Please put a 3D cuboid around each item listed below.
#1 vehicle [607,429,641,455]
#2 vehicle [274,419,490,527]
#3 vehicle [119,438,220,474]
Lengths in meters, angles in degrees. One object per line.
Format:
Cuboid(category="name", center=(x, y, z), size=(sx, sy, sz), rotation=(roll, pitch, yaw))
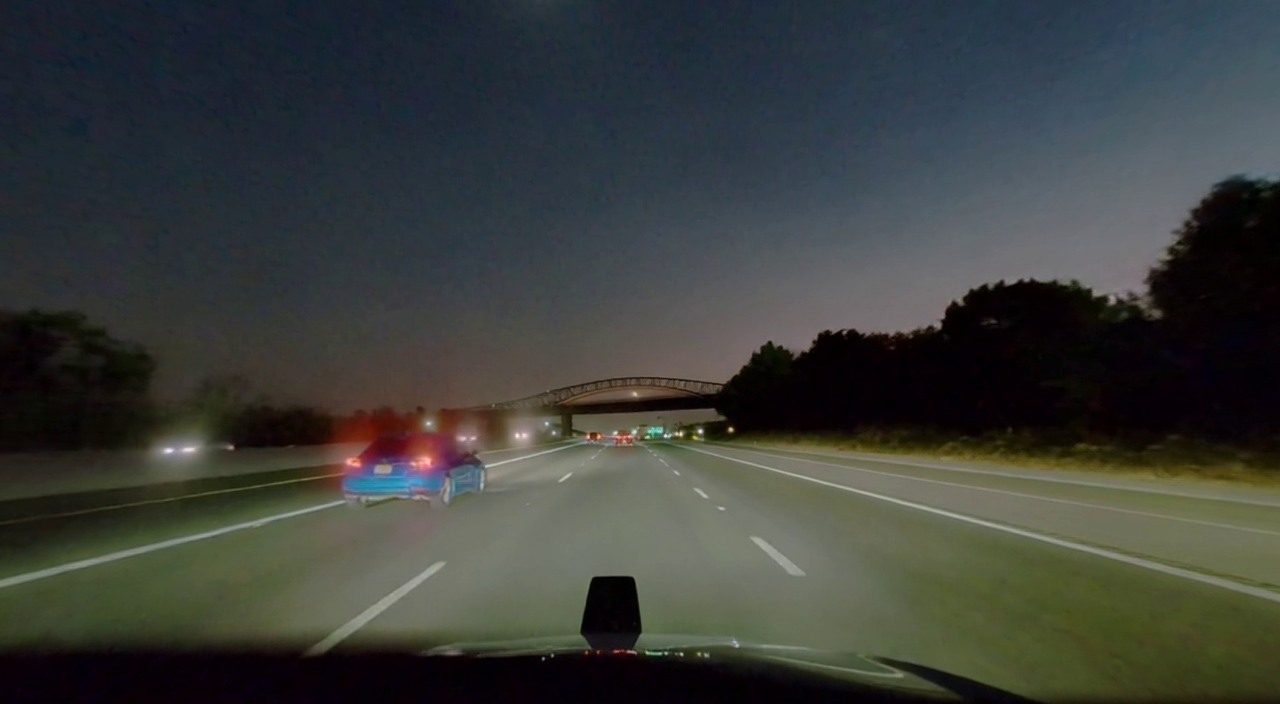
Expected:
Cuboid(category="vehicle", center=(-1.026, 5.890, 41.299), size=(2.116, 1.625, 4.004), rotation=(0, -8, 0))
Cuboid(category="vehicle", center=(-4.275, 2.052, 11.394), size=(2.017, 1.537, 4.496), rotation=(0, -8, 0))
Cuboid(category="vehicle", center=(-28.346, 6.242, 38.161), size=(2.072, 1.947, 5.220), rotation=(0, -8, 0))
